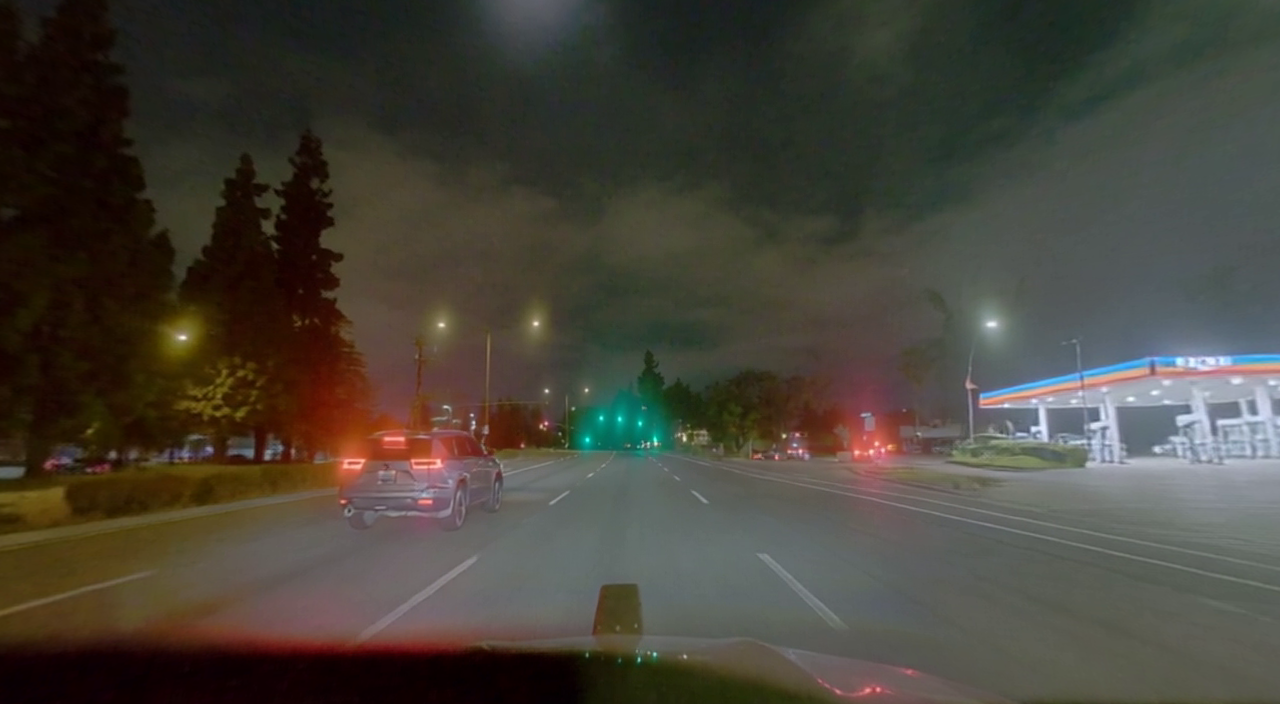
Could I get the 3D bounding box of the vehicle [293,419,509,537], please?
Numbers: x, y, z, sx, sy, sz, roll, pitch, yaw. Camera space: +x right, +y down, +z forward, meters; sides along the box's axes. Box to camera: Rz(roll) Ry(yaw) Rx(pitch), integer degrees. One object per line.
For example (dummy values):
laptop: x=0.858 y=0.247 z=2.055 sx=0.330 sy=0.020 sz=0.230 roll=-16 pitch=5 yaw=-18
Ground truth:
vehicle: x=-3.890 y=2.139 z=11.342 sx=2.039 sy=1.656 sz=4.710 roll=0 pitch=-8 yaw=0
